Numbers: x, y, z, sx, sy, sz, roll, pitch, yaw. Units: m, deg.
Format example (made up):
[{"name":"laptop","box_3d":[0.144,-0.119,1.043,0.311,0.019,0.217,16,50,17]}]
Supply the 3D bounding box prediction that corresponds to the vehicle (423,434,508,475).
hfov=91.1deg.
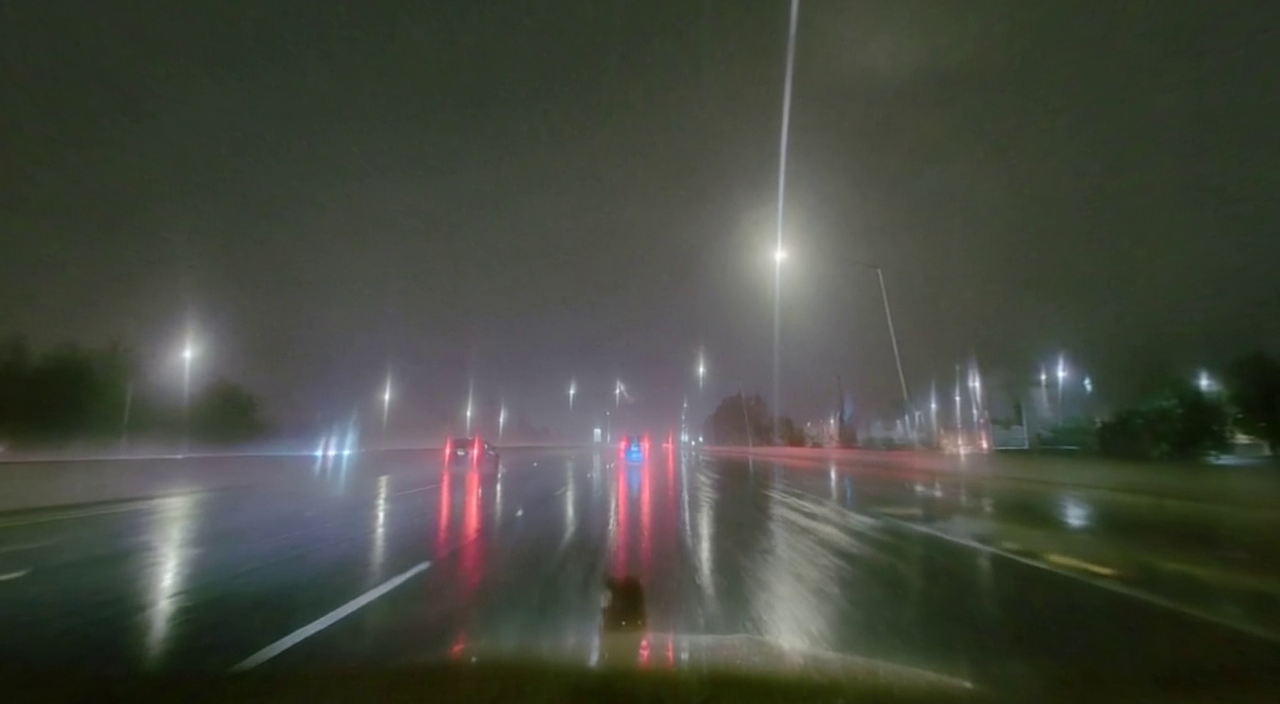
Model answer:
[{"name":"vehicle","box_3d":[-6.976,4.152,25.656,1.994,1.519,4.668,0,-9,1]}]

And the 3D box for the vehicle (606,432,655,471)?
[{"name":"vehicle","box_3d":[-0.378,4.709,29.879,2.155,1.690,4.318,0,-8,1]}]
